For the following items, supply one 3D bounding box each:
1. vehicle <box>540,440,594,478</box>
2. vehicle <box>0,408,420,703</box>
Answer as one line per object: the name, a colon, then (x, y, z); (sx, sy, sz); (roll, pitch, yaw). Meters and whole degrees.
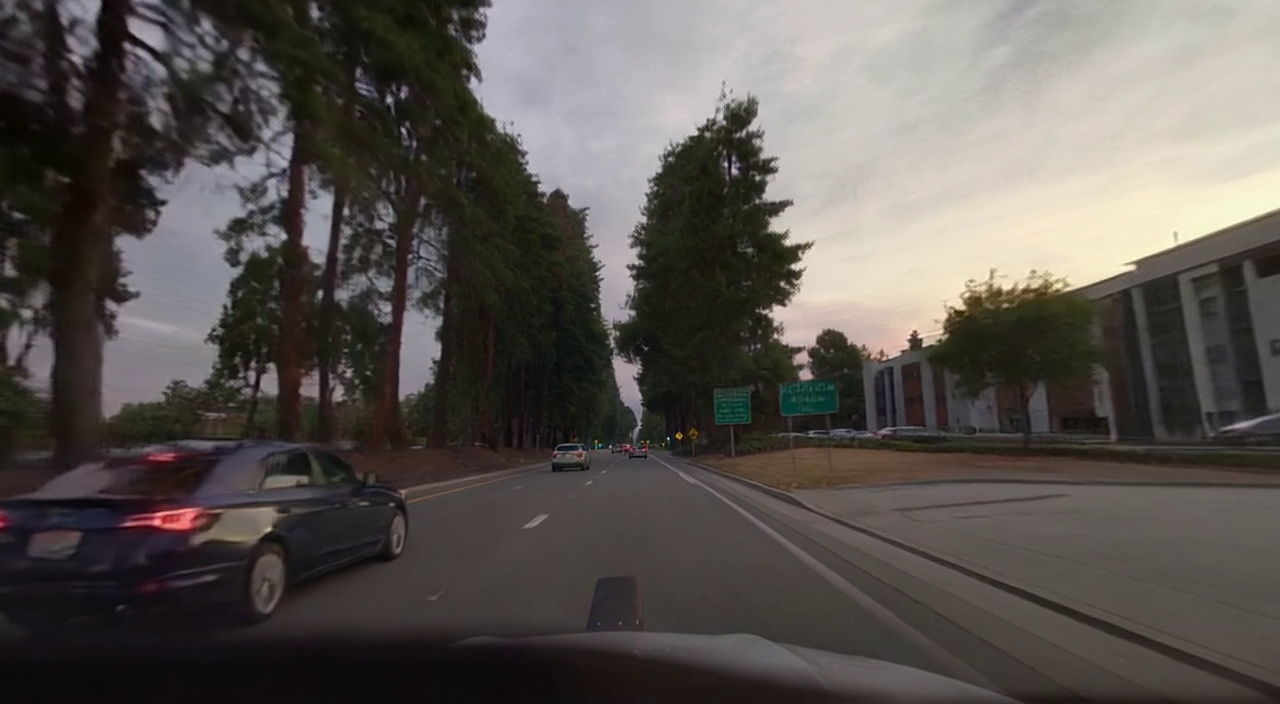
vehicle: (-3.317, 4.928, 29.327); (1.942, 1.588, 4.172); (0, -9, 1)
vehicle: (-3.464, 1.320, 4.999); (1.862, 1.478, 4.369); (0, -9, 0)
